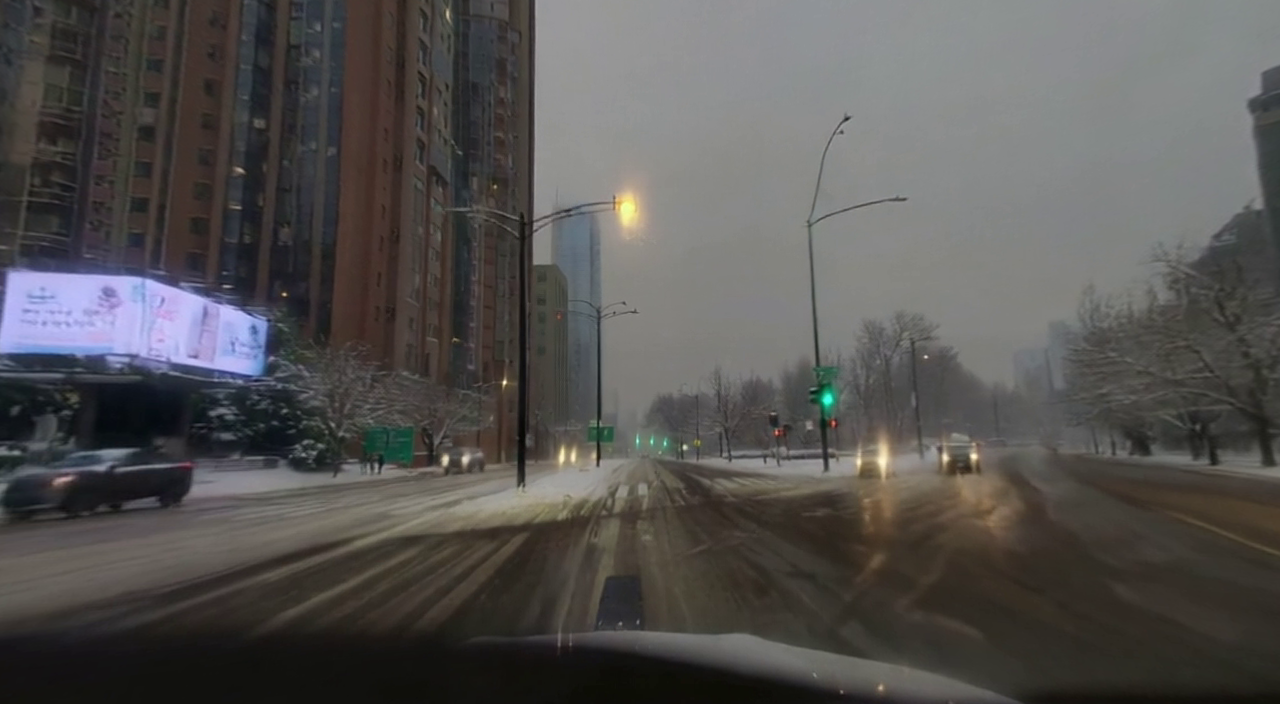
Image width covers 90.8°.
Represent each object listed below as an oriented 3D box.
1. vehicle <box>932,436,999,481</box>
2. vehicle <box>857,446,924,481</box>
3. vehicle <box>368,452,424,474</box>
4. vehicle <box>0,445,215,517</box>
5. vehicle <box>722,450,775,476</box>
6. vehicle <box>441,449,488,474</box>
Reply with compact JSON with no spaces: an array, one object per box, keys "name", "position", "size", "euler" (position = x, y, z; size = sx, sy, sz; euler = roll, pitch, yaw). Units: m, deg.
[{"name":"vehicle","position":[15.084,4.856,29.119],"size":[2.232,1.814,5.285],"euler":[-5,-10,31]},{"name":"vehicle","position":[11.929,5.214,29.910],"size":[2.023,1.527,5.016],"euler":[-5,-10,31]},{"name":"vehicle","position":[-18.411,8.345,47.890],"size":[2.448,1.407,4.308],"euler":[2,-8,1]},{"name":"vehicle","position":[-14.557,3.435,17.476],"size":[2.161,1.681,4.743],"euler":[0,-9,1]},{"name":"vehicle","position":[6.763,6.992,39.914],"size":[2.675,1.452,4.213],"euler":[-1,-8,1]},{"name":"vehicle","position":[-13.082,8.179,47.443],"size":[1.979,1.727,4.489],"euler":[-1,-9,4]}]
